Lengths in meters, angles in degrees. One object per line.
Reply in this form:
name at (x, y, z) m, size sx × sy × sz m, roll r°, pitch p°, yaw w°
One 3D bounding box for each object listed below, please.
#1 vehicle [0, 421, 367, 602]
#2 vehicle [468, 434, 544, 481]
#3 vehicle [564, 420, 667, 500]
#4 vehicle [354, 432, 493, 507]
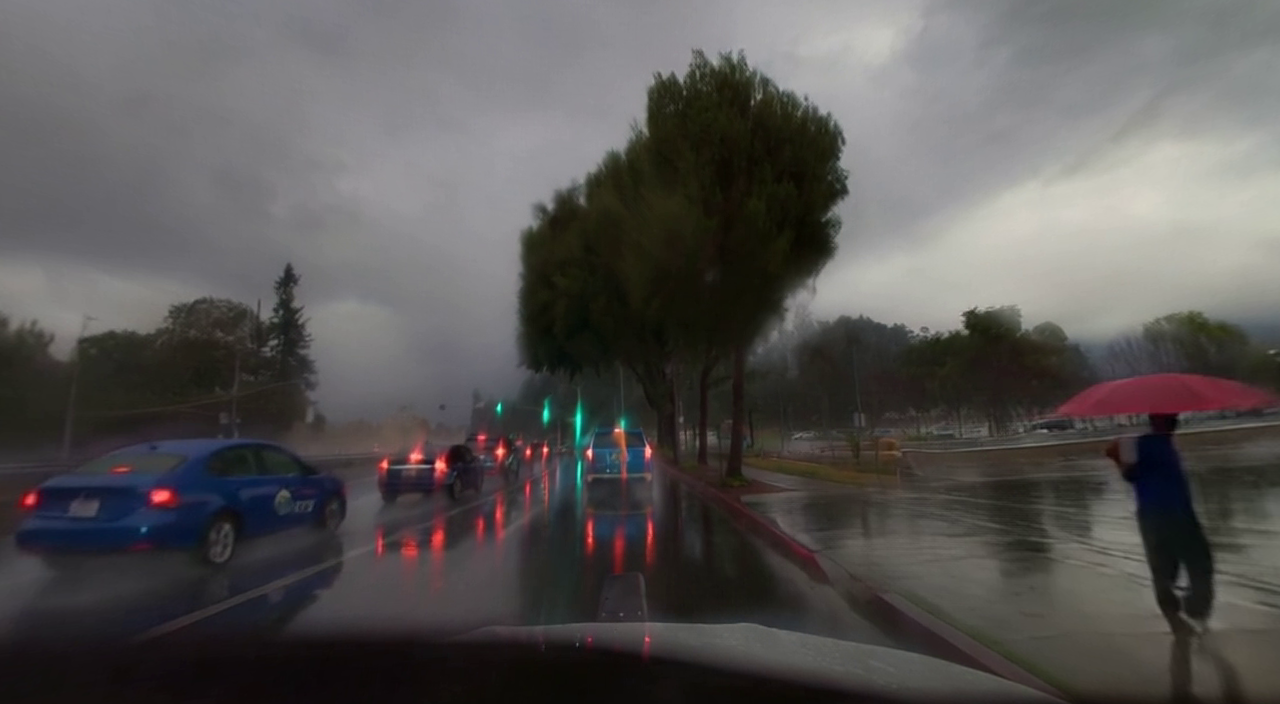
vehicle at (-5.336, 1.760, 7.845) m, size 2.069 × 1.616 × 4.108 m, roll 0°, pitch -9°, yaw -1°
vehicle at (-5.509, 4.421, 26.711) m, size 2.188 × 1.774 × 4.477 m, roll 0°, pitch -9°, yaw 1°
vehicle at (-0.642, 2.824, 16.806) m, size 2.368 × 1.829 × 4.293 m, roll 0°, pitch -9°, yaw -2°
vehicle at (-5.477, 3.024, 16.723) m, size 2.010 × 1.674 × 4.484 m, roll 0°, pitch -9°, yaw 1°
